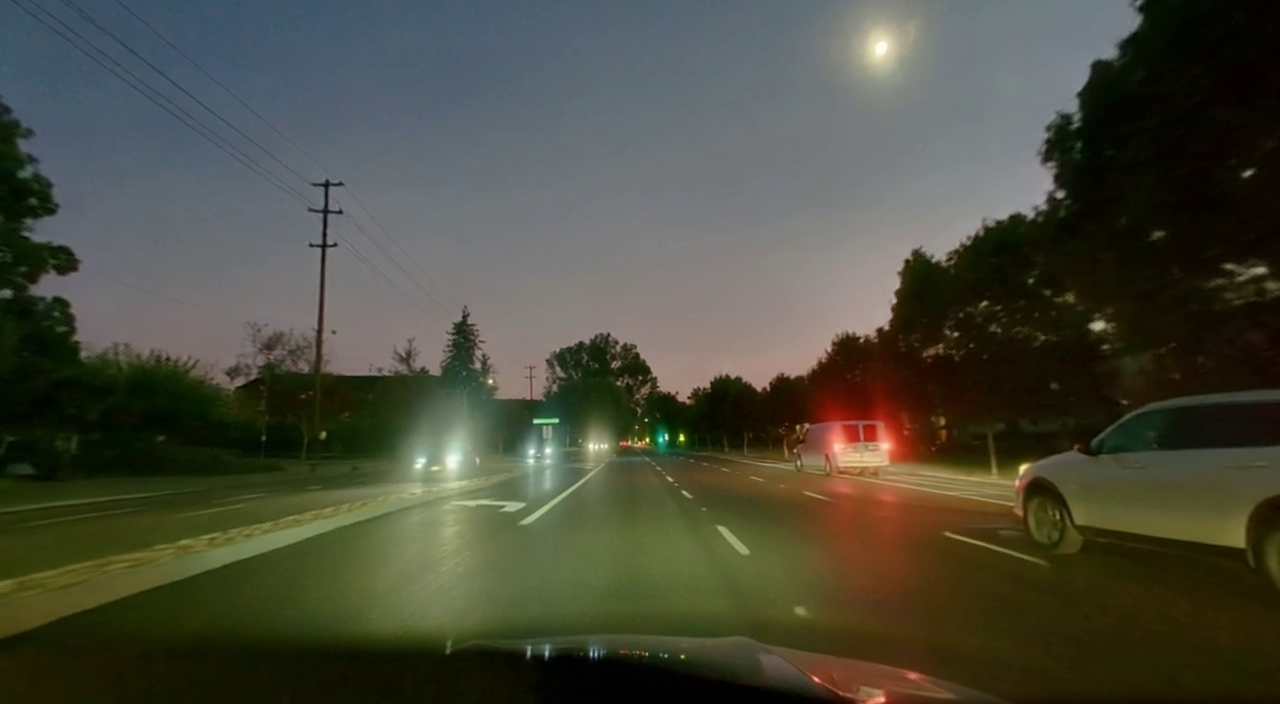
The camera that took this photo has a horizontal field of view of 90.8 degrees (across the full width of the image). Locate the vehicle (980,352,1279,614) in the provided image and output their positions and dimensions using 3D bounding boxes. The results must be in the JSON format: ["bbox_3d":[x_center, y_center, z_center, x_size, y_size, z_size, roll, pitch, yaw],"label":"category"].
[{"bbox_3d":[6.083,1.124,5.775,2.493,1.956,6.125,-1,-8,0],"label":"vehicle"}]

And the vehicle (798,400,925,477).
[{"bbox_3d":[10.139,4.112,30.142,2.842,2.993,8.104,-3,-8,-1],"label":"vehicle"}]

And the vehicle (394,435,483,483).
[{"bbox_3d":[-8.498,4.535,27.175,2.189,1.816,4.819,-1,-8,0],"label":"vehicle"}]
